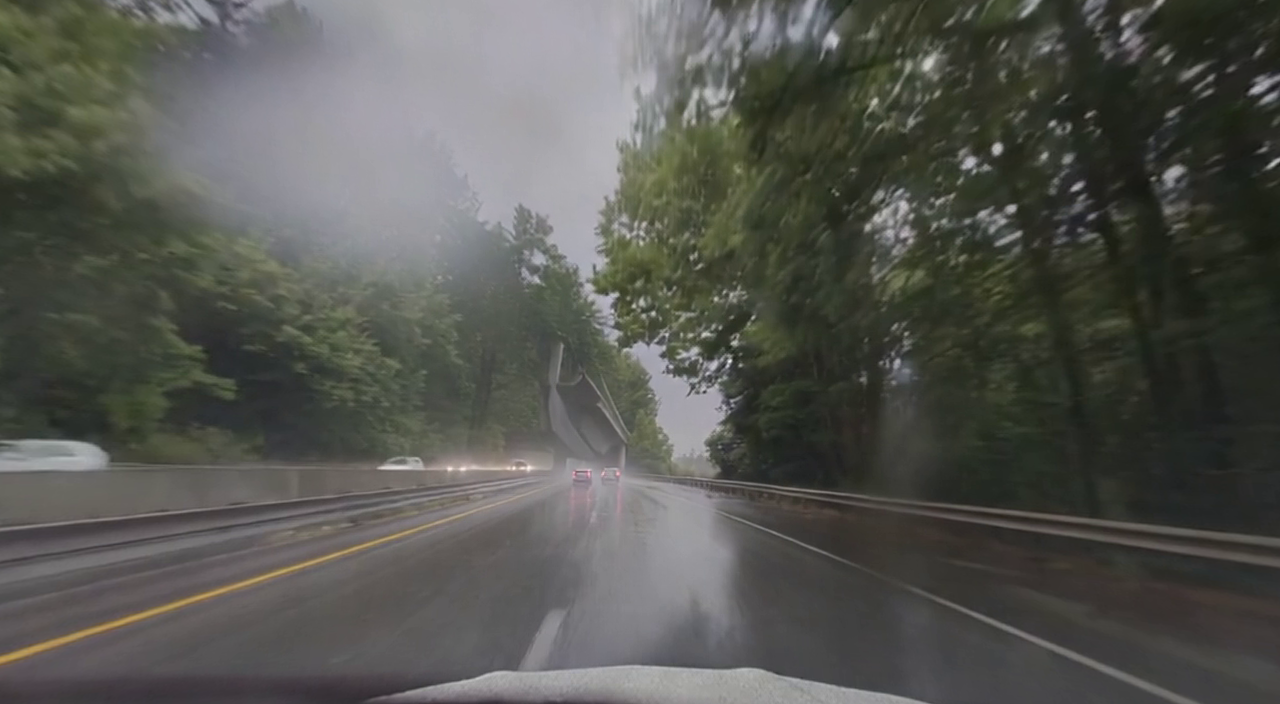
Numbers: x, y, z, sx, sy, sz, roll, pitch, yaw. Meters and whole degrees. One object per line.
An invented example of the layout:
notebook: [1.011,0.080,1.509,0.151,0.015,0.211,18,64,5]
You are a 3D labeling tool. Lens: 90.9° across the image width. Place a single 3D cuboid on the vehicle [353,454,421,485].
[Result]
vehicle: [-12.557,5.871,31.503,1.839,1.411,4.139,1,-11,-3]
